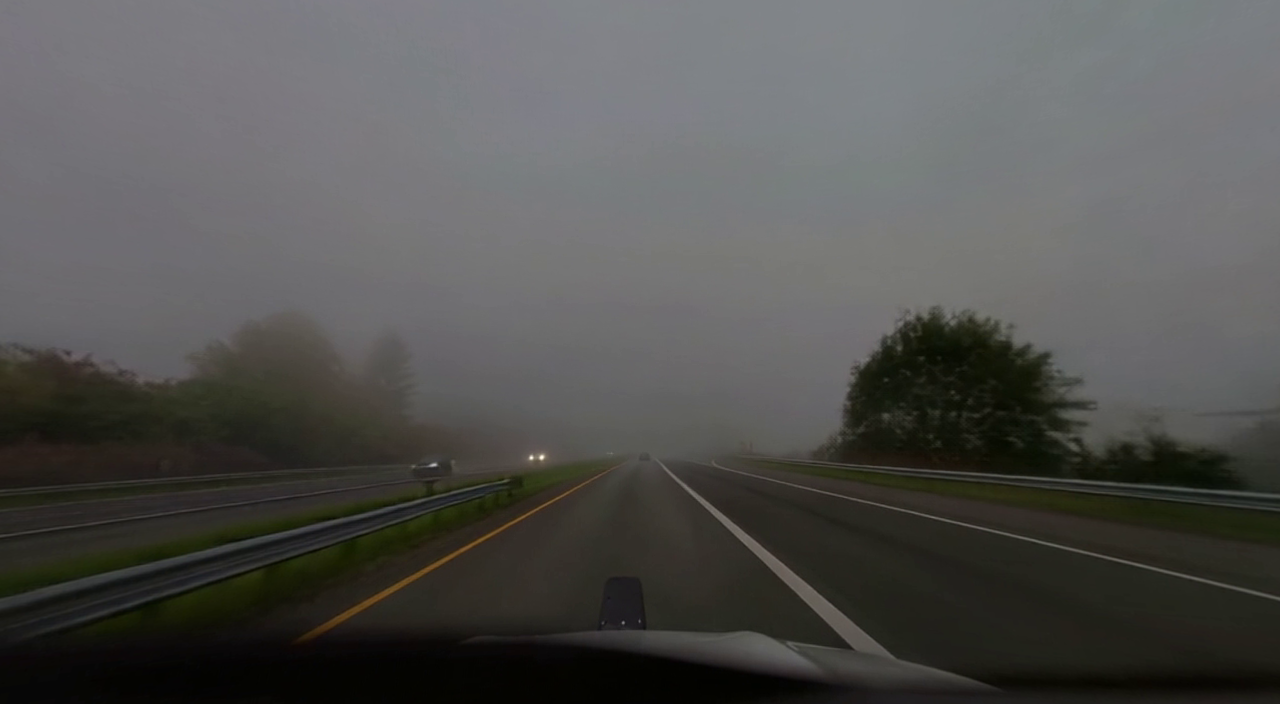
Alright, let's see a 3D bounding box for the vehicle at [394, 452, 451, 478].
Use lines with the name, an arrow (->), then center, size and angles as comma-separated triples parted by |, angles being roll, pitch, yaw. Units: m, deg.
vehicle -> -12.974, 6.757, 37.876 | 1.793, 1.463, 4.126 | 0, -9, 2
